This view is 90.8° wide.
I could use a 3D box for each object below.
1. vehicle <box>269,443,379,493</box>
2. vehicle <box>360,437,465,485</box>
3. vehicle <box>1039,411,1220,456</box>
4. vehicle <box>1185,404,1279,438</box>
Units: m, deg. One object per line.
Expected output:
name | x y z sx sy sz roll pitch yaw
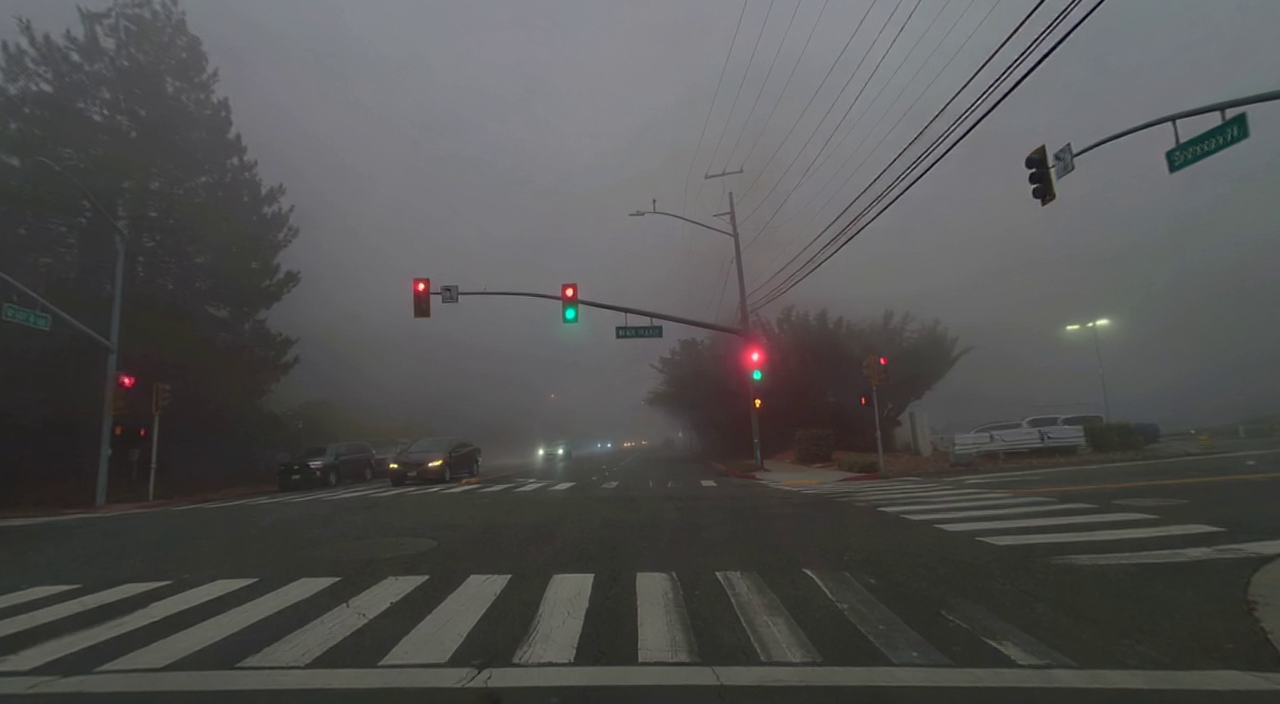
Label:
vehicle | -13.804 5.070 28.050 2.306 1.957 4.968 0 -9 -1
vehicle | -10.183 4.921 28.953 2.664 1.940 5.702 0 -9 0
vehicle | 16.917 2.905 22.131 4.560 1.453 1.851 -3 -9 18
vehicle | 34.849 4.006 36.646 4.326 1.511 1.725 -8 -9 16
